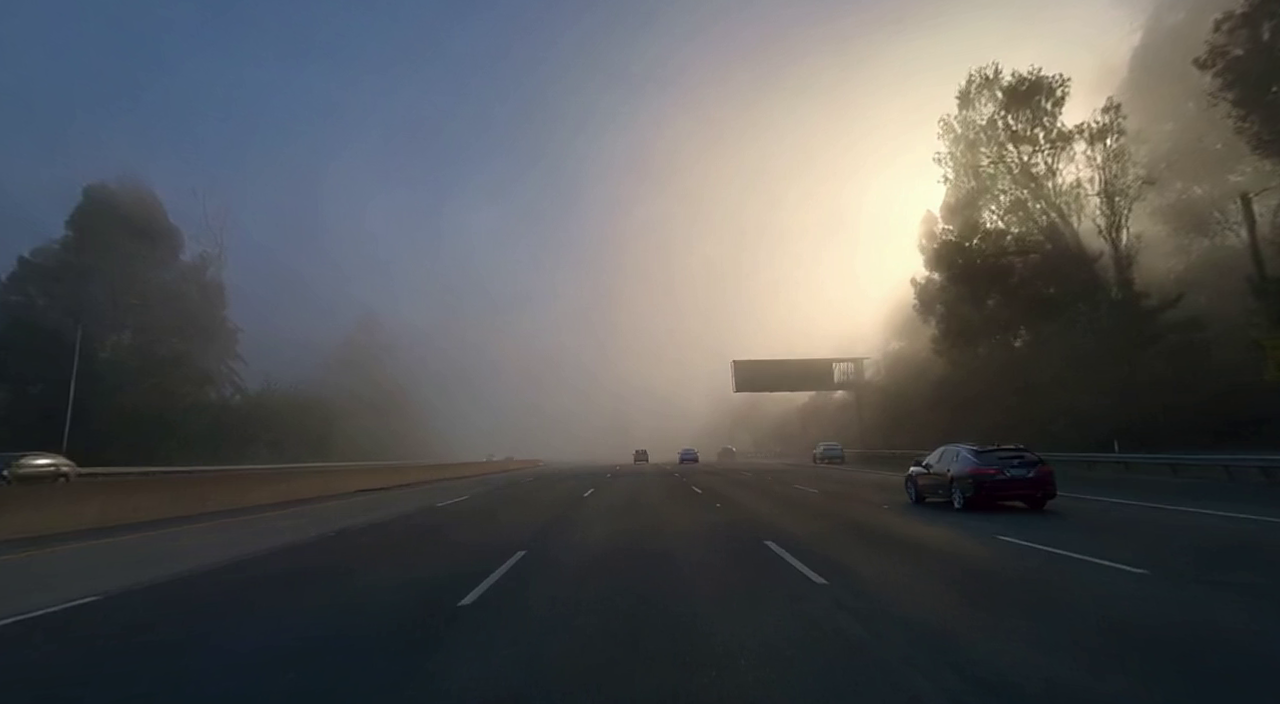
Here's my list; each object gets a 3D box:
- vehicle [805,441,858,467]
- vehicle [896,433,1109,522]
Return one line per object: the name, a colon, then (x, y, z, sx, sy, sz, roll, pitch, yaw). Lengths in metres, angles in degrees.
vehicle: (14.206, 7.609, 47.163, 2.107, 1.803, 5.385, 0, -9, -2)
vehicle: (7.696, 2.688, 14.000, 2.124, 1.661, 4.267, 0, -9, -1)
